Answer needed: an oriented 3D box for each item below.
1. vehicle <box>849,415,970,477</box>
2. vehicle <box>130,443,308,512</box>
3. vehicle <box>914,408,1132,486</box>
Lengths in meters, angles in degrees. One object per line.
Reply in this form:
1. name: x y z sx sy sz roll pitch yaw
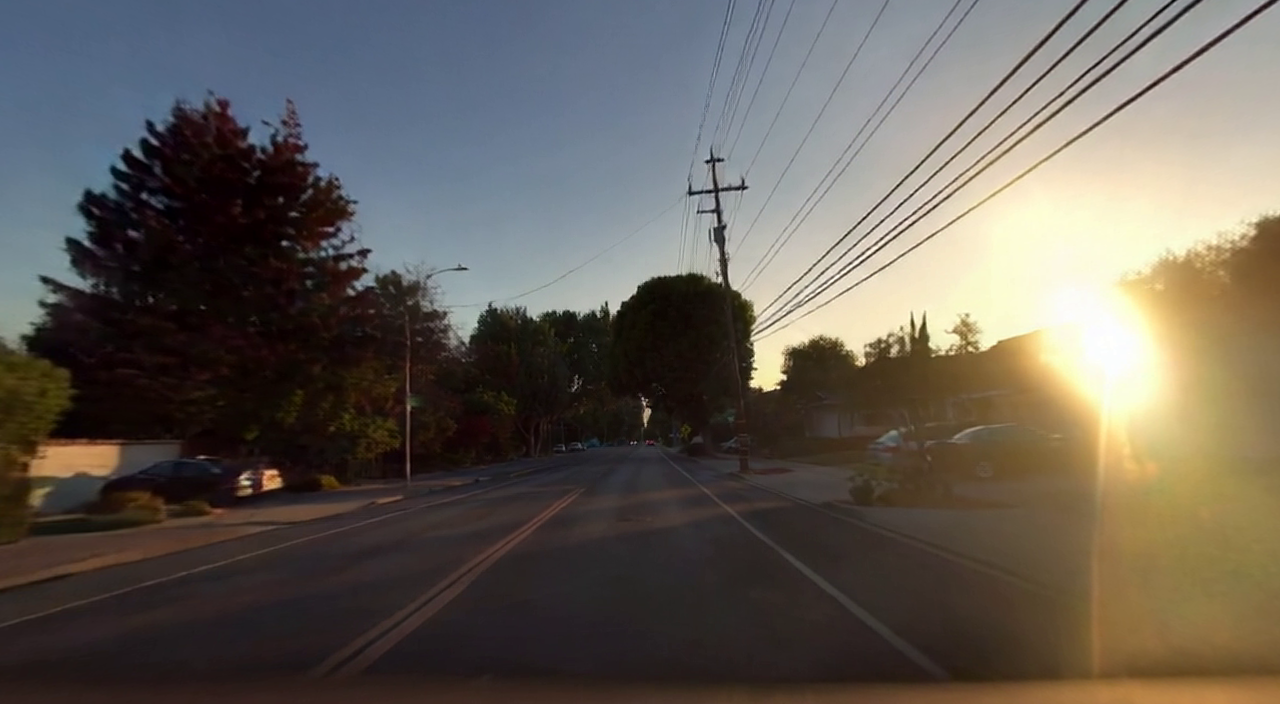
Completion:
1. vehicle: 9.590 3.261 22.185 2.087 1.903 5.134 -8 -11 44
2. vehicle: -13.053 3.873 20.042 2.053 1.906 4.889 -1 -9 3
3. vehicle: 10.411 2.615 17.442 4.626 1.731 2.007 -3 -8 -1
